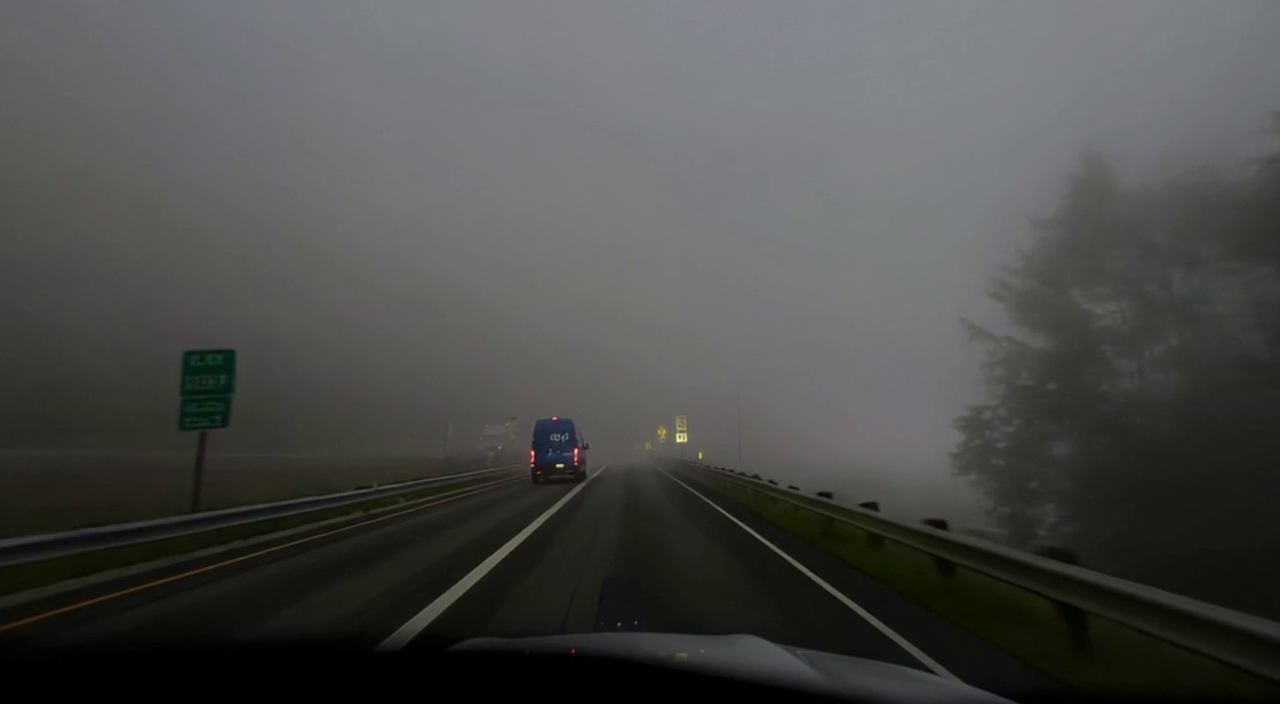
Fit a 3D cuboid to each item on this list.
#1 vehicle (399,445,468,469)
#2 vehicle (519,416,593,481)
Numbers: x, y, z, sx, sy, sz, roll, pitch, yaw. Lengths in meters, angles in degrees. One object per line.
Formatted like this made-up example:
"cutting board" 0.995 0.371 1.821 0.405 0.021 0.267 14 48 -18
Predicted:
"vehicle" -14.423 7.352 43.994 4.396 1.557 1.952 2 -9 -14
"vehicle" -3.735 4.515 29.373 2.463 2.640 7.034 0 -9 0
